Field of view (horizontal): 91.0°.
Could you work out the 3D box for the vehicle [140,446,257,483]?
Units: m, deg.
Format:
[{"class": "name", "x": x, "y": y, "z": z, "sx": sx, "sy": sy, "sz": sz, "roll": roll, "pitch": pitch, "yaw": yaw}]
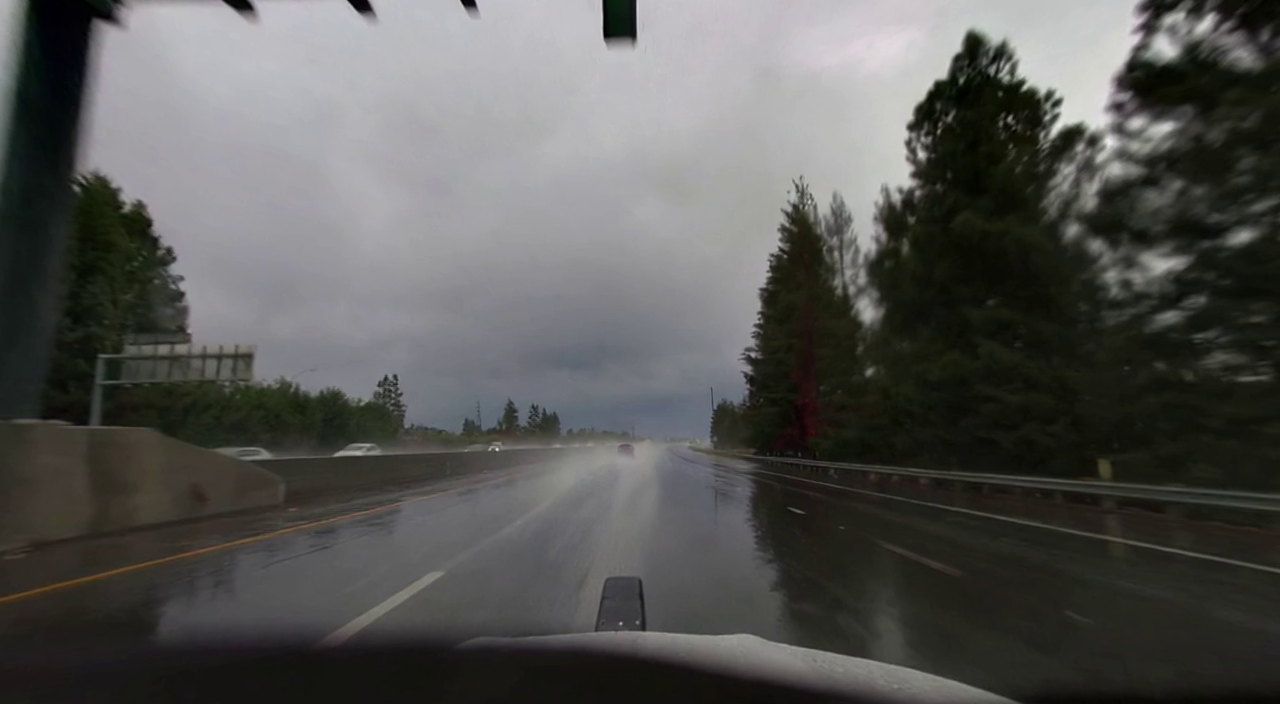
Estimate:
[{"class": "vehicle", "x": -19.634, "y": 4.982, "z": 28.309, "sx": 1.874, "sy": 1.510, "sz": 4.653, "roll": 0, "pitch": -9, "yaw": 1}]
